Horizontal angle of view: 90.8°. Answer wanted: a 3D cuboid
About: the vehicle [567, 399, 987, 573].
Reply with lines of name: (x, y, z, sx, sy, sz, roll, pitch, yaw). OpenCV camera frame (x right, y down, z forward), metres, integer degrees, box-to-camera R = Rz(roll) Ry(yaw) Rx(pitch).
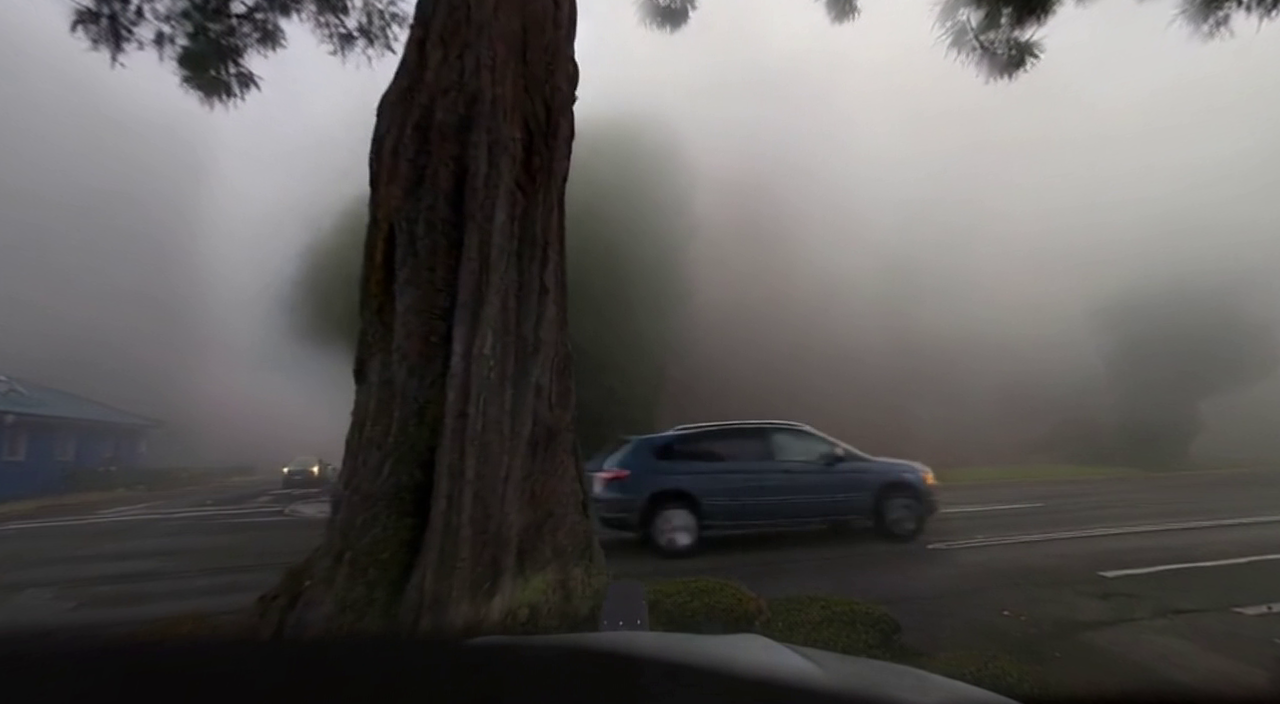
vehicle: (1.562, 1.563, 7.989, 4.557, 1.677, 2.337, 2, -9, -17)
